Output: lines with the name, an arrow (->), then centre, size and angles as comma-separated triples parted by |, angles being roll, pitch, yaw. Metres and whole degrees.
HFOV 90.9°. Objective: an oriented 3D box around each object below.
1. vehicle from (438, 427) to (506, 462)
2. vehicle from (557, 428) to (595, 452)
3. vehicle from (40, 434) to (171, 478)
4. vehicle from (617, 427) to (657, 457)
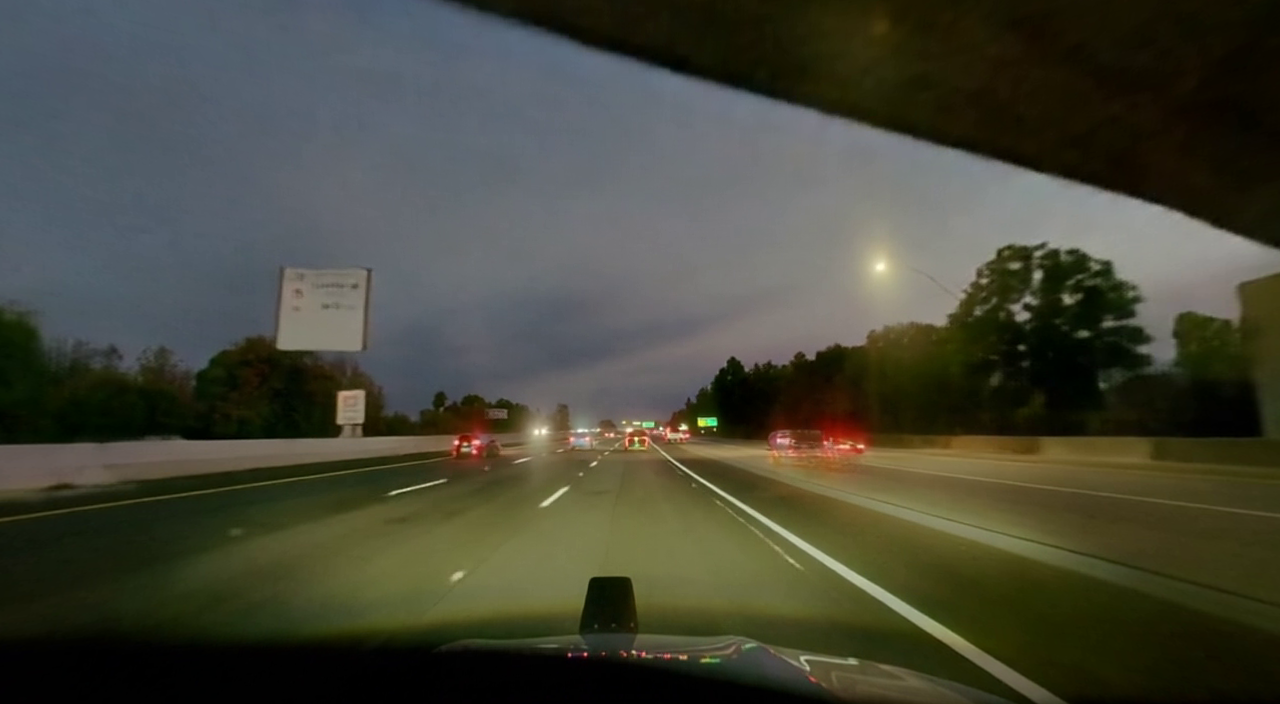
vehicle -> -7.826, 4.334, 29.761 | 2.009, 1.537, 4.449 | 1, -8, 0
vehicle -> -4.228, 5.901, 42.244 | 2.103, 1.512, 4.155 | 0, -8, 0
vehicle -> -23.037, 4.453, 27.409 | 1.955, 1.743, 4.293 | 1, -8, -1
vehicle -> -0.234, 5.366, 37.744 | 2.240, 1.646, 4.949 | 1, -8, -1
